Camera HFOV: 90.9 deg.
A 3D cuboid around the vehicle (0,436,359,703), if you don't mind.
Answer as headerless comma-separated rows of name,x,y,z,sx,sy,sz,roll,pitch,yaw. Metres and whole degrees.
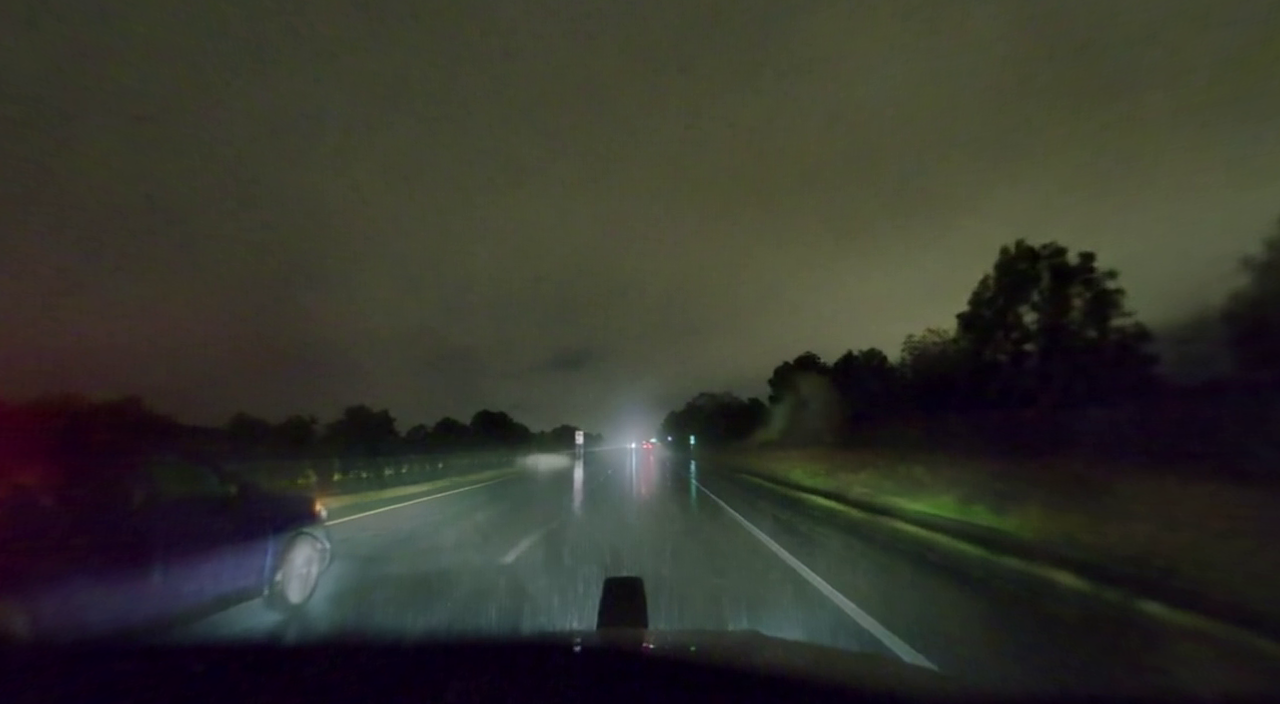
vehicle,-3.626,1.141,3.420,2.096,1.343,4.503,0,-8,0
